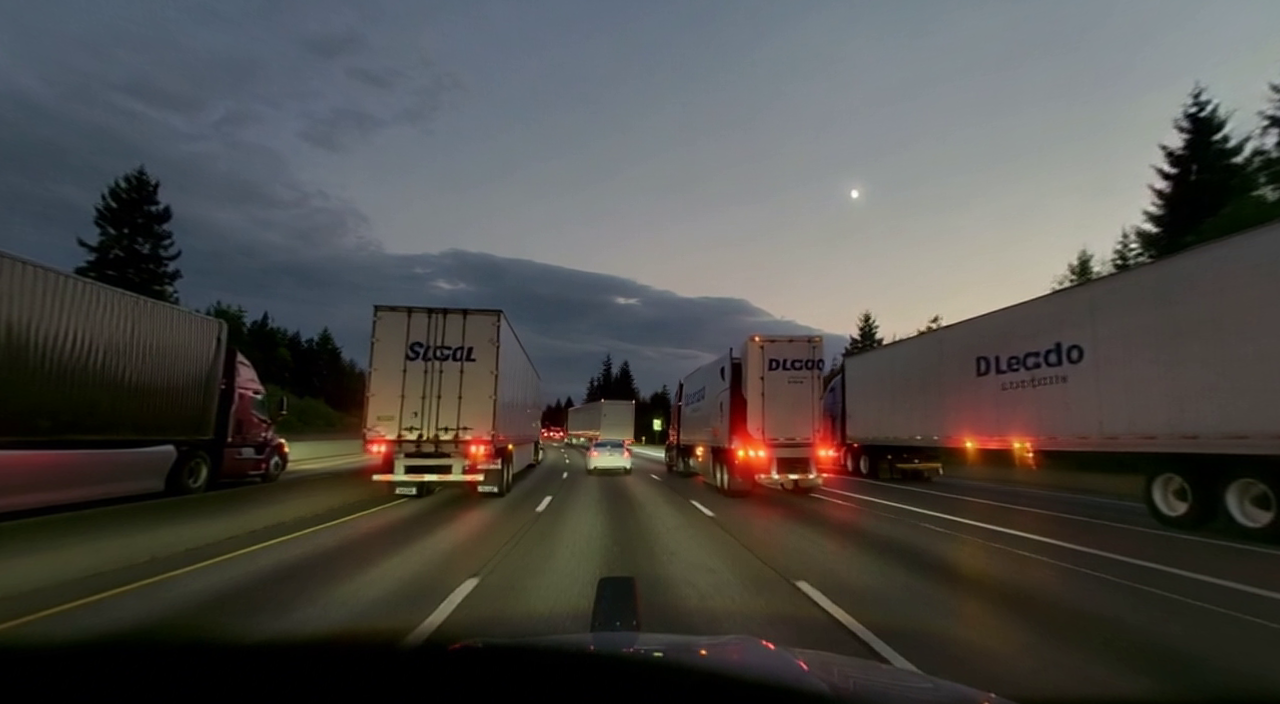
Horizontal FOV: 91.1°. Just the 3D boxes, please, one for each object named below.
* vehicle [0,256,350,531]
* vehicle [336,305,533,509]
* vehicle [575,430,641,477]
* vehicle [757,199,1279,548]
[{"bbox_3d":[-10.926,0.744,10.386,2.867,4.125,14.026,-2,-8,13],"label":"vehicle"},{"bbox_3d":[-4.542,1.582,16.156,2.822,3.788,8.799,1,-8,-5],"label":"vehicle"},{"bbox_3d":[-1.309,3.719,23.449,2.060,1.540,4.374,1,-8,-8],"label":"vehicle"},{"bbox_3d":[7.387,0.704,10.938,2.820,4.084,13.786,4,-8,-26],"label":"vehicle"}]
